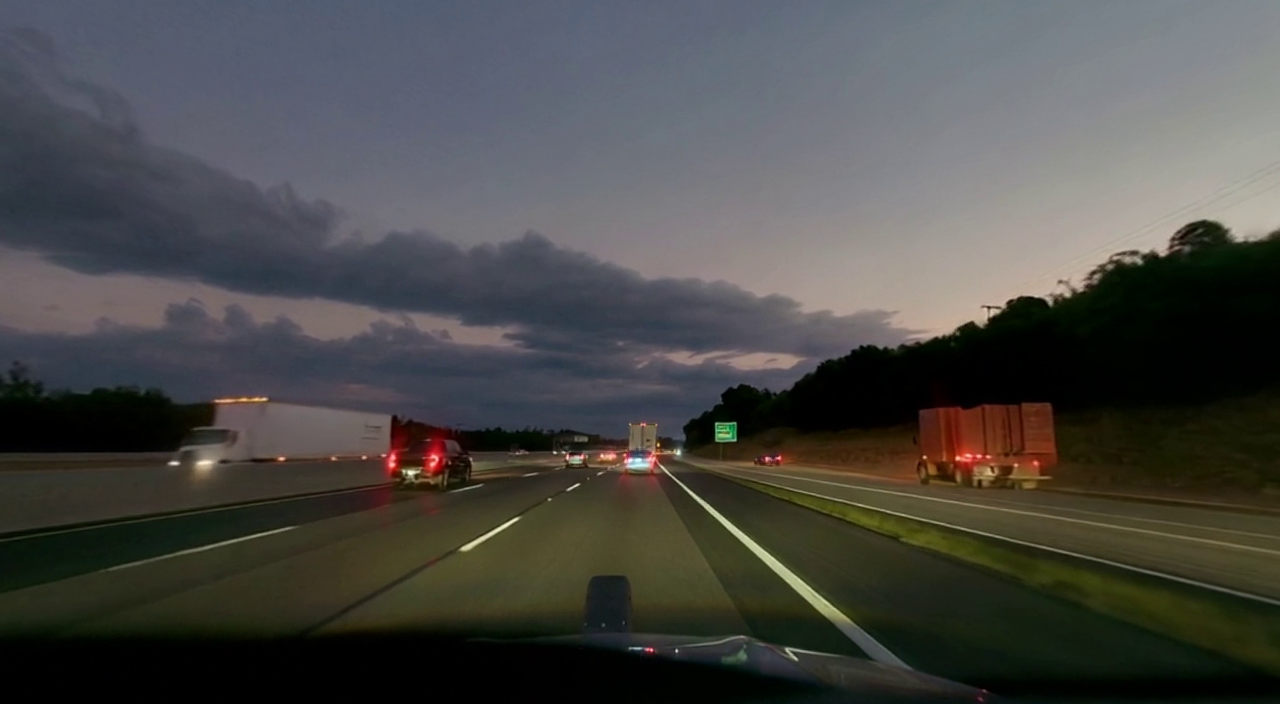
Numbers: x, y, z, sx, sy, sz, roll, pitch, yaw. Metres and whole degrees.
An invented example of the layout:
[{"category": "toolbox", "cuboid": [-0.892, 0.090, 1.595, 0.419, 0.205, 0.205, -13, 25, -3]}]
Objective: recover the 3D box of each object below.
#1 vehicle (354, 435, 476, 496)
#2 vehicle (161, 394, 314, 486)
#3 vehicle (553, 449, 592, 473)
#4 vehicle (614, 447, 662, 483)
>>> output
[{"category": "vehicle", "cuboid": [-7.742, 3.980, 22.462, 2.316, 1.875, 5.337, 0, -9, 1]}, {"category": "vehicle", "cuboid": [-19.090, 4.308, 30.521, 3.032, 3.951, 6.367, 0, -9, 0]}, {"category": "vehicle", "cuboid": [-4.426, 7.191, 41.842, 2.018, 1.504, 4.431, 0, -9, 1]}, {"category": "vehicle", "cuboid": [-0.095, 4.997, 28.073, 1.991, 1.507, 3.391, 0, -9, 0]}]
